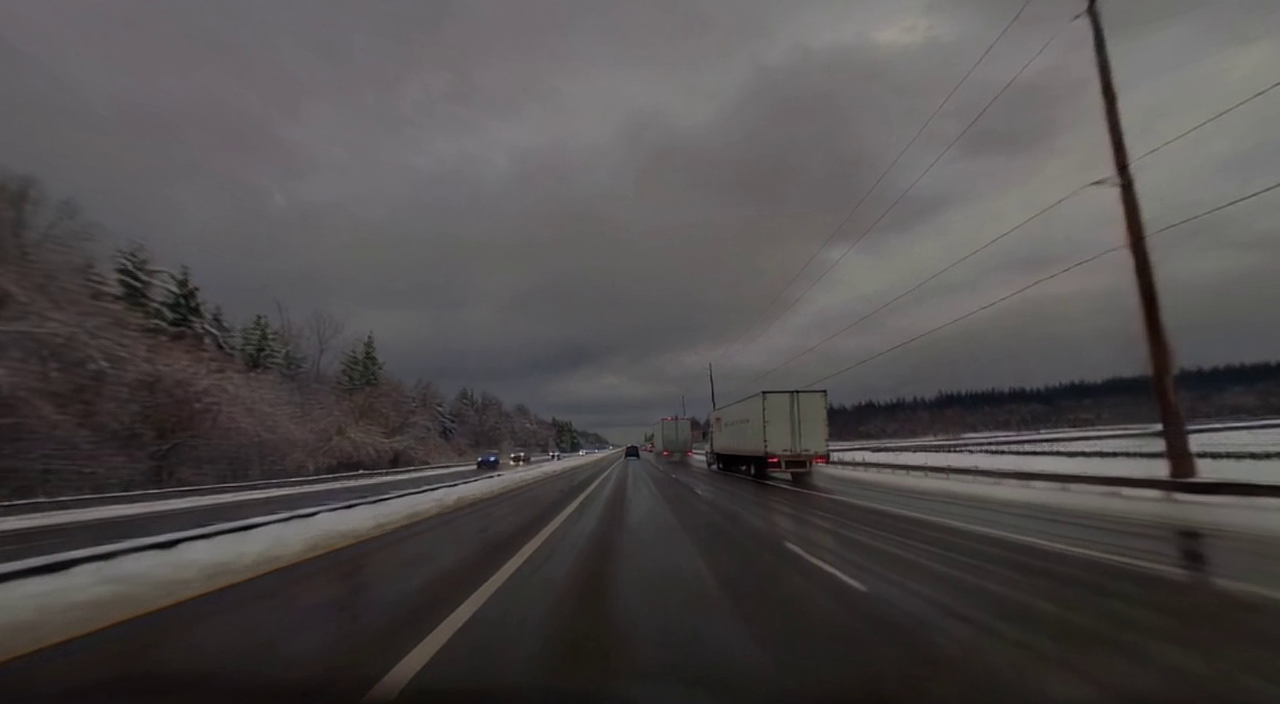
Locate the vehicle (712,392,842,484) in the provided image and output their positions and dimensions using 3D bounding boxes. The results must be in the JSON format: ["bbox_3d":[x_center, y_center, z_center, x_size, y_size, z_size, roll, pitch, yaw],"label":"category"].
[{"bbox_3d":[7.202,5.186,37.120,3.400,4.134,17.388,0,-9,-1],"label":"vehicle"}]
